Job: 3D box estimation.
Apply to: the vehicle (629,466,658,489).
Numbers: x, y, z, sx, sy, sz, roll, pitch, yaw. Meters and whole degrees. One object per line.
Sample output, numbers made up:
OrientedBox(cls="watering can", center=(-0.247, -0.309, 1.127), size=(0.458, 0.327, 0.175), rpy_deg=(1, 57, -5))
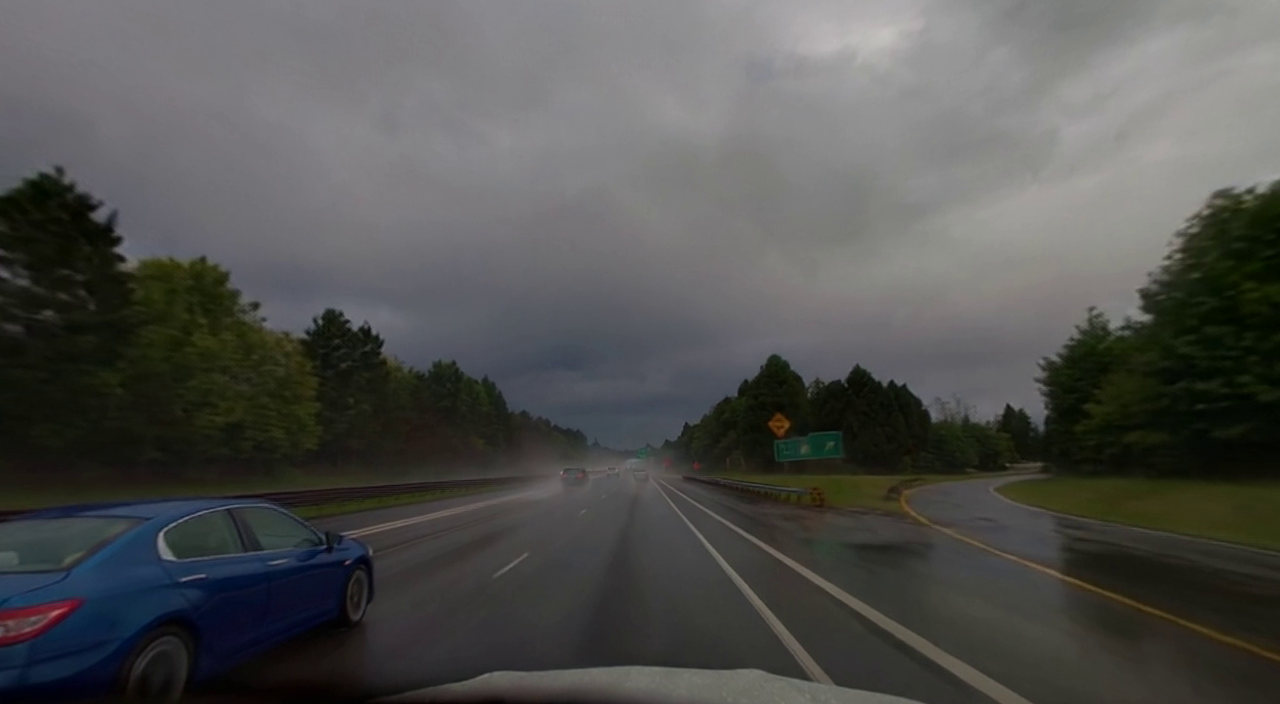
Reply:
OrientedBox(cls="vehicle", center=(0.266, 9.286, 46.734), size=(2.065, 1.596, 3.869), rpy_deg=(1, -11, 0))

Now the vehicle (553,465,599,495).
OrientedBox(cls="vehicle", center=(-3.521, 7.175, 35.529), size=(2.047, 1.523, 4.279), rpy_deg=(1, -11, 1))
